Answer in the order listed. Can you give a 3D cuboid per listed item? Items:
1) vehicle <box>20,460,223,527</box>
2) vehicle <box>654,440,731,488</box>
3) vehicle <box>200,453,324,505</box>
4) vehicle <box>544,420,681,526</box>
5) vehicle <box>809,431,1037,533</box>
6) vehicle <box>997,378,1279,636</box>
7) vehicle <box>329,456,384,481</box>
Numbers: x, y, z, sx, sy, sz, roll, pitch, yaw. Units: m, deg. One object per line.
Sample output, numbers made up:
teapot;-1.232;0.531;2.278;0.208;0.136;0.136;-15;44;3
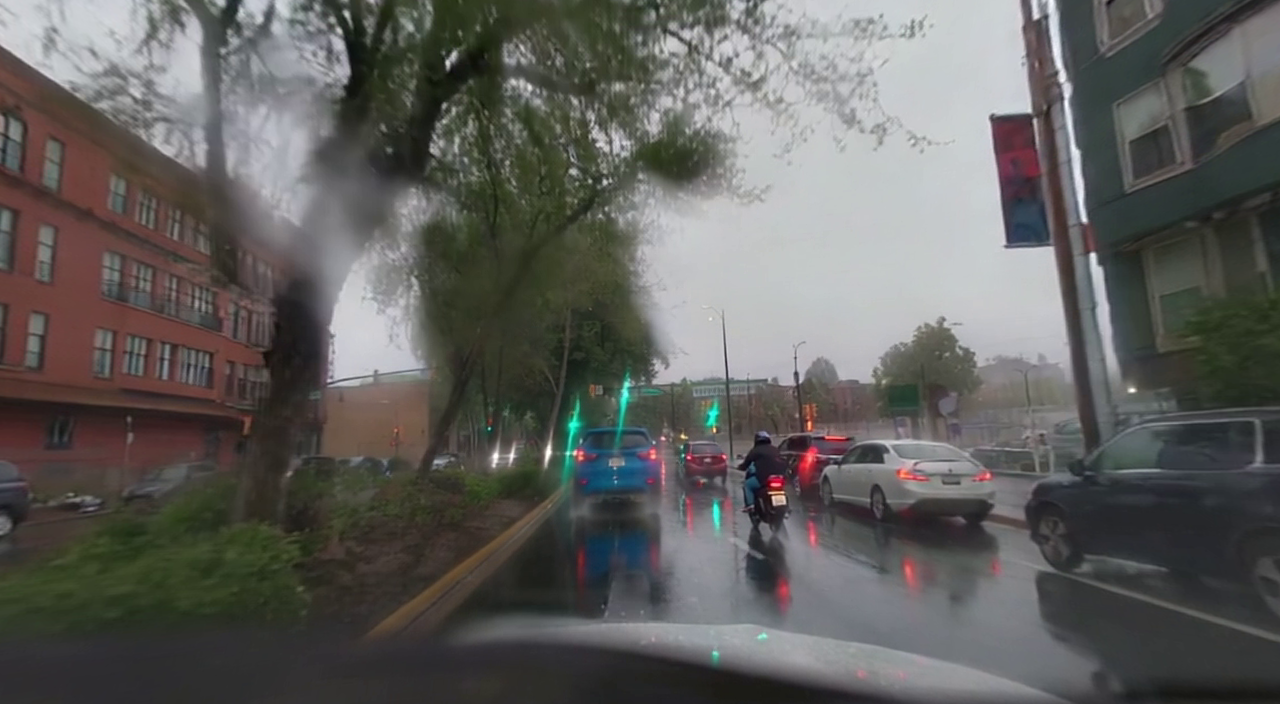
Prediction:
vehicle;-18.037;4.881;22.553;2.400;1.913;6.066;0;-9;-4
vehicle;1.709;3.889;22.195;2.101;1.507;4.355;0;-9;-3
vehicle;-14.920;4.993;25.288;2.267;1.831;4.702;0;-9;-4
vehicle;-0.525;2.332;12.645;2.265;1.748;4.130;0;-9;-2
vehicle;4.941;2.326;11.931;2.012;1.532;4.565;0;-9;-3
vehicle;5.316;1.190;5.220;2.094;1.719;4.150;0;-9;-3
vehicle;-19.919;8.166;44.525;2.038;1.607;4.348;1;-9;-4
